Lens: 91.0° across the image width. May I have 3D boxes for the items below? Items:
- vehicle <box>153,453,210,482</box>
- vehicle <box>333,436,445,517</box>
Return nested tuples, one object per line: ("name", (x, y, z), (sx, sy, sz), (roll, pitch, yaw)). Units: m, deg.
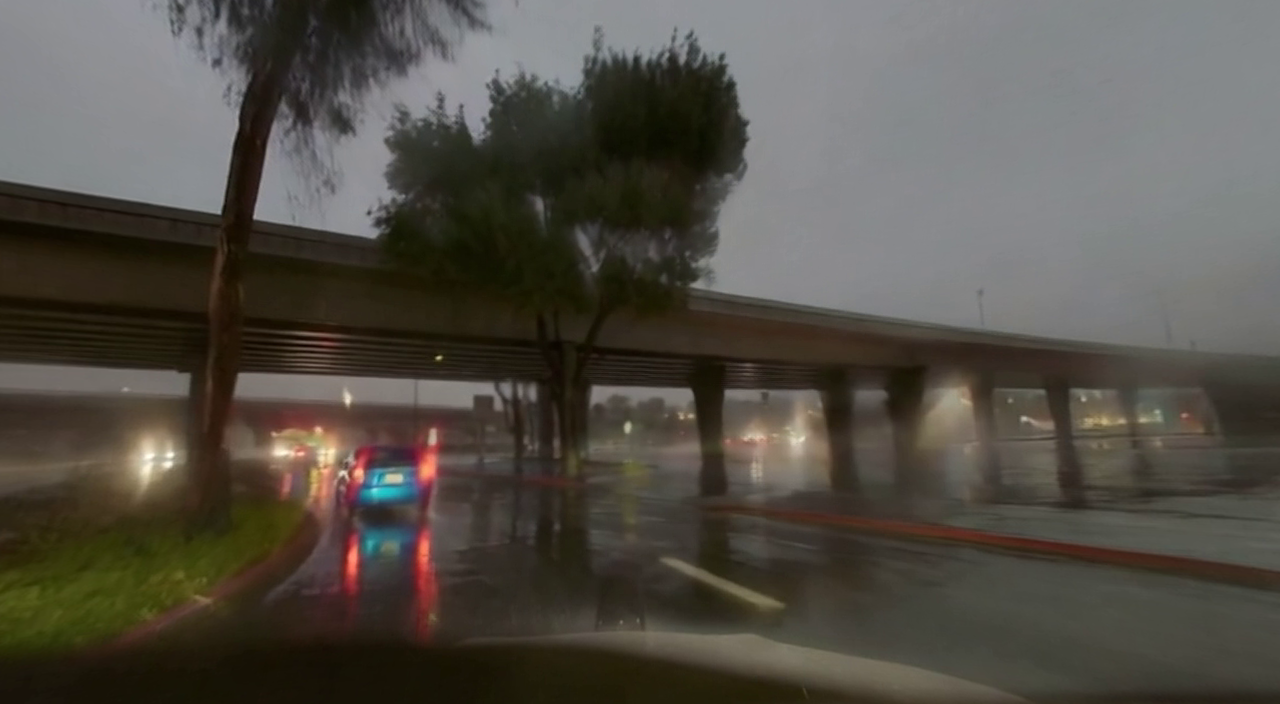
("vehicle", (-27.747, 6.955, 38.253), (2.009, 1.523, 4.641), (4, -10, -27))
("vehicle", (-5.927, 2.773, 14.610), (1.976, 1.584, 3.772), (4, -10, -27))
